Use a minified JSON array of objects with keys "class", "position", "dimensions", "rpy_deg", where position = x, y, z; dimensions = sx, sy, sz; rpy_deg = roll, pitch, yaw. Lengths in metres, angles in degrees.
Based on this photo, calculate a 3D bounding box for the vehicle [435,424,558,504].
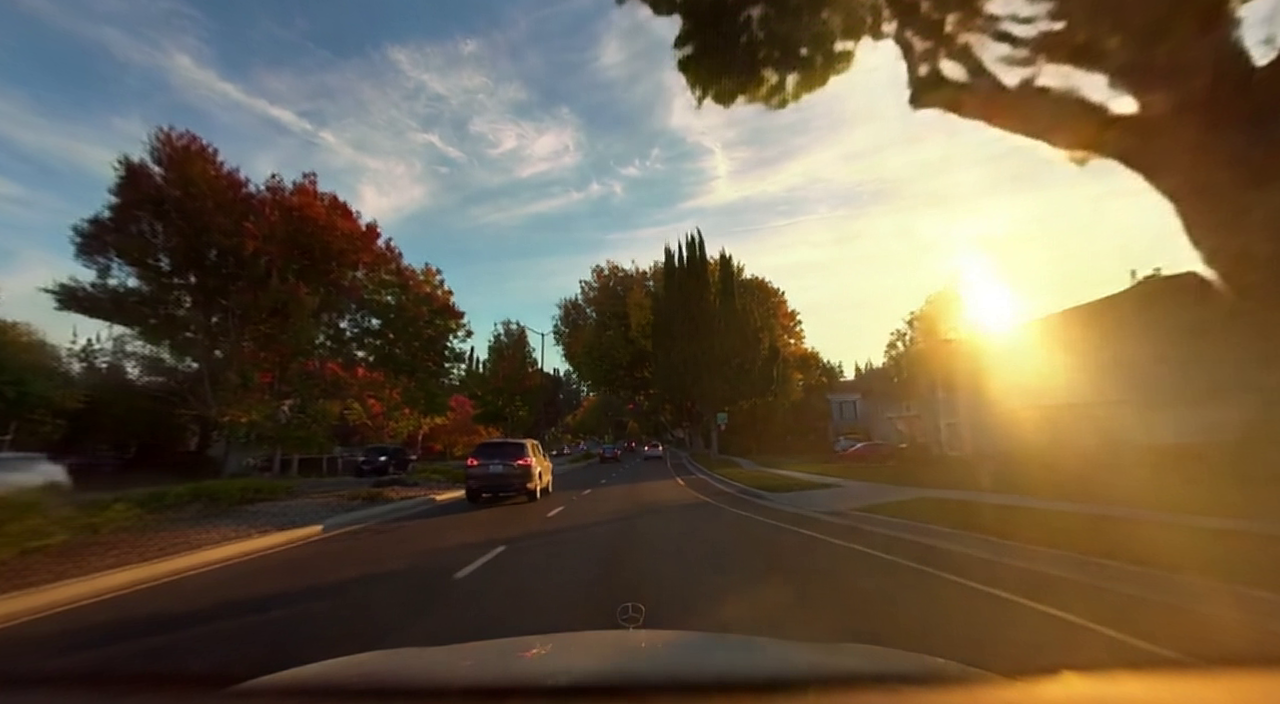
[{"class":"vehicle","position":[-3.503,2.828,16.360],"dimensions":[2.073,1.770,4.302],"rpy_deg":[0,-8,2]}]

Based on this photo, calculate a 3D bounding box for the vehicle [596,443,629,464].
[{"class":"vehicle","position":[-2.024,7.746,48.294],"dimensions":[2.119,1.494,4.624],"rpy_deg":[0,-8,2]}]

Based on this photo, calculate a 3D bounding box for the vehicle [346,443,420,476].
[{"class":"vehicle","position":[-14.150,5.924,35.056],"dimensions":[2.063,1.715,4.650],"rpy_deg":[0,-8,1]}]
